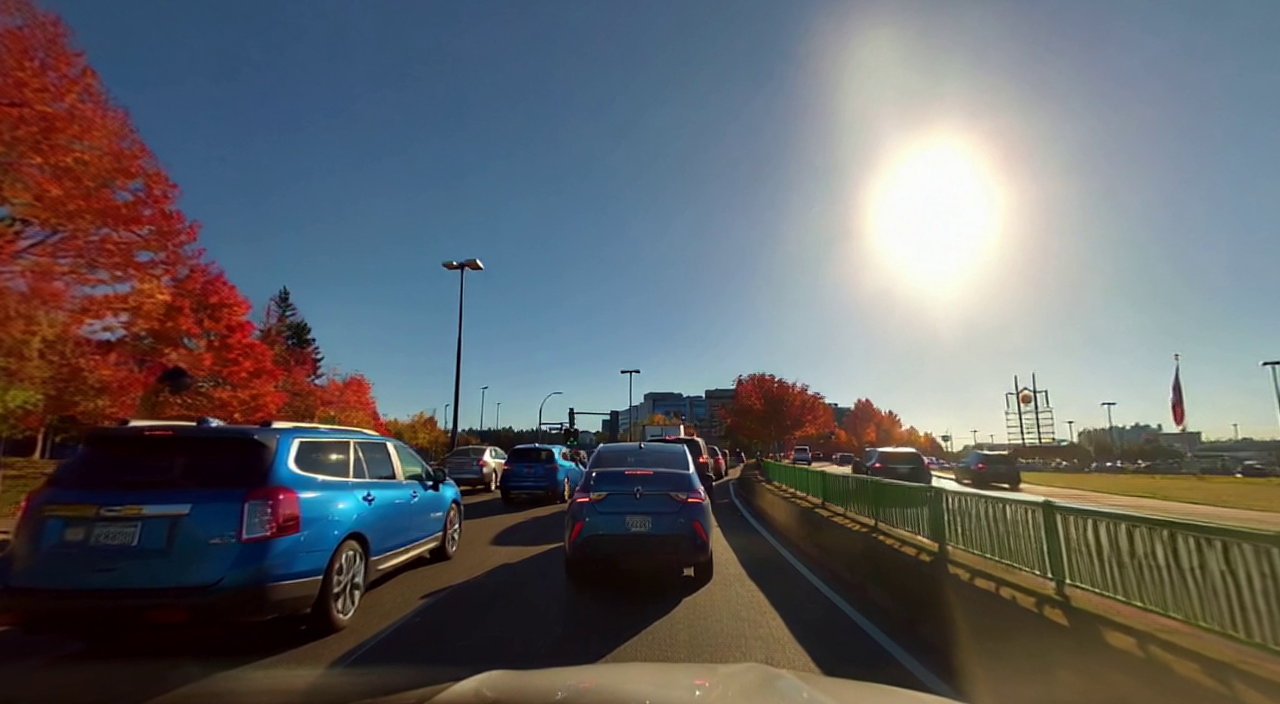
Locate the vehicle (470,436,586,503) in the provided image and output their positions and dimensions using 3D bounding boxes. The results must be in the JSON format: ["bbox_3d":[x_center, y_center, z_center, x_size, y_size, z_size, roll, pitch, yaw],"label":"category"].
[{"bbox_3d":[-2.895,3.166,17.406,1.974,1.549,4.603,0,-9,5],"label":"vehicle"}]

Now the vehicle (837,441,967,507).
[{"bbox_3d":[7.278,3.393,18.059,2.011,1.610,4.568,0,-9,4],"label":"vehicle"}]

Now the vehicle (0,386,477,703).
[{"bbox_3d":[-3.095,1.321,5.489,1.988,1.635,4.260,0,-9,3],"label":"vehicle"}]

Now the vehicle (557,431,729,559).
[{"bbox_3d":[0.171,2.069,9.881,2.090,1.506,4.276,0,-9,4],"label":"vehicle"}]

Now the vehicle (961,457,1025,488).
[{"bbox_3d":[20.873,7.104,37.428,1.946,1.649,4.326,-1,-9,10],"label":"vehicle"}]

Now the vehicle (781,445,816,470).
[{"bbox_3d":[10.687,7.152,42.763,1.944,1.544,4.301,-1,-9,10],"label":"vehicle"}]
